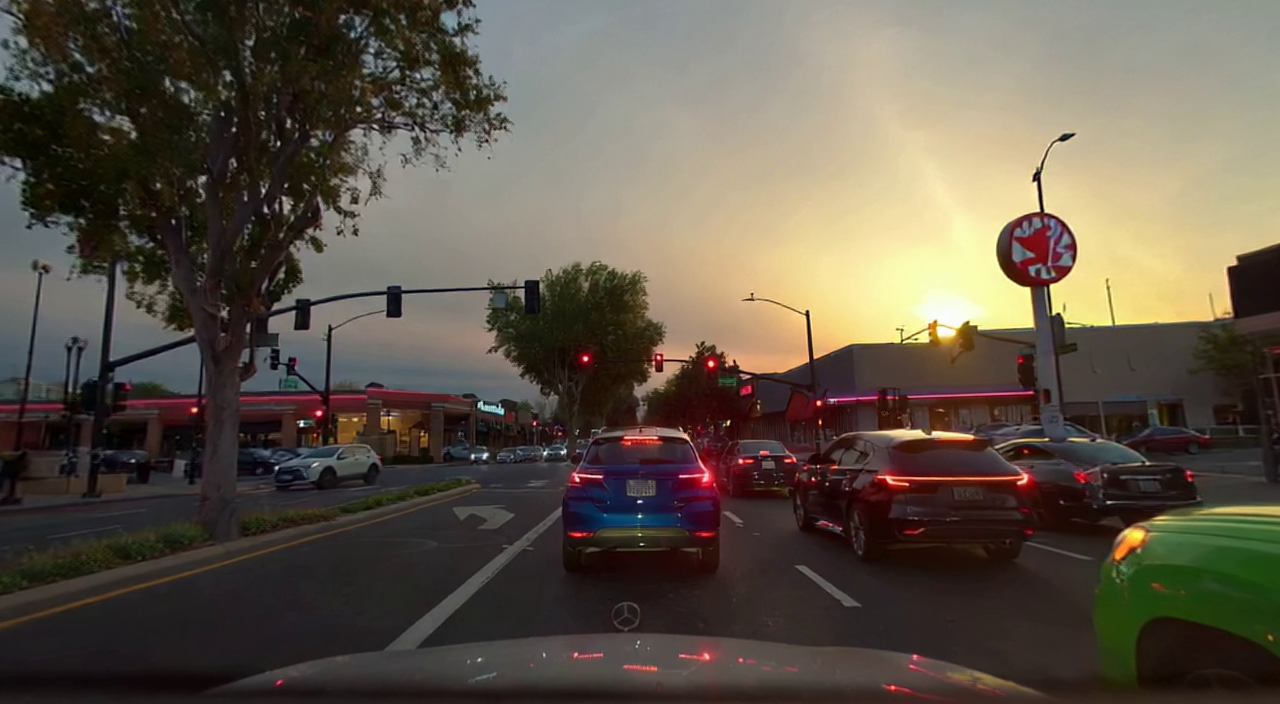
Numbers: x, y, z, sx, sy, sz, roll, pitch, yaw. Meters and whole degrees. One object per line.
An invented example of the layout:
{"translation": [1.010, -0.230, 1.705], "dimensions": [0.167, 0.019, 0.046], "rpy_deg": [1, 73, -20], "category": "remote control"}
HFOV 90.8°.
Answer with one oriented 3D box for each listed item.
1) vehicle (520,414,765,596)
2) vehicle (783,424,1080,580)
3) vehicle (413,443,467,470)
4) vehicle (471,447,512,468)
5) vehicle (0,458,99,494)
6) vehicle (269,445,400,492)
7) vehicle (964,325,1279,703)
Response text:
{"translation": [0.003, 1.631, 7.497], "dimensions": [2.154, 1.577, 3.723], "rpy_deg": [0, -9, -1], "category": "vehicle"}
{"translation": [3.321, 1.779, 8.294], "dimensions": [1.865, 1.496, 4.170], "rpy_deg": [0, -9, 0], "category": "vehicle"}
{"translation": [-15.087, 7.886, 48.054], "dimensions": [2.395, 1.903, 4.860], "rpy_deg": [-1, -9, 1], "category": "vehicle"}
{"translation": [-11.268, 7.999, 48.240], "dimensions": [2.099, 1.478, 4.411], "rpy_deg": [0, -9, 0], "category": "vehicle"}
{"translation": [-27.204, 5.493, 28.073], "dimensions": [4.285, 1.427, 1.883], "rpy_deg": [3, -9, -23], "category": "vehicle"}
{"translation": [-11.695, 4.405, 24.219], "dimensions": [4.265, 1.604, 2.269], "rpy_deg": [4, -10, -29], "category": "vehicle"}
{"translation": [2.987, 0.695, 1.541], "dimensions": [2.075, 1.661, 4.401], "rpy_deg": [0, -9, 1], "category": "vehicle"}
